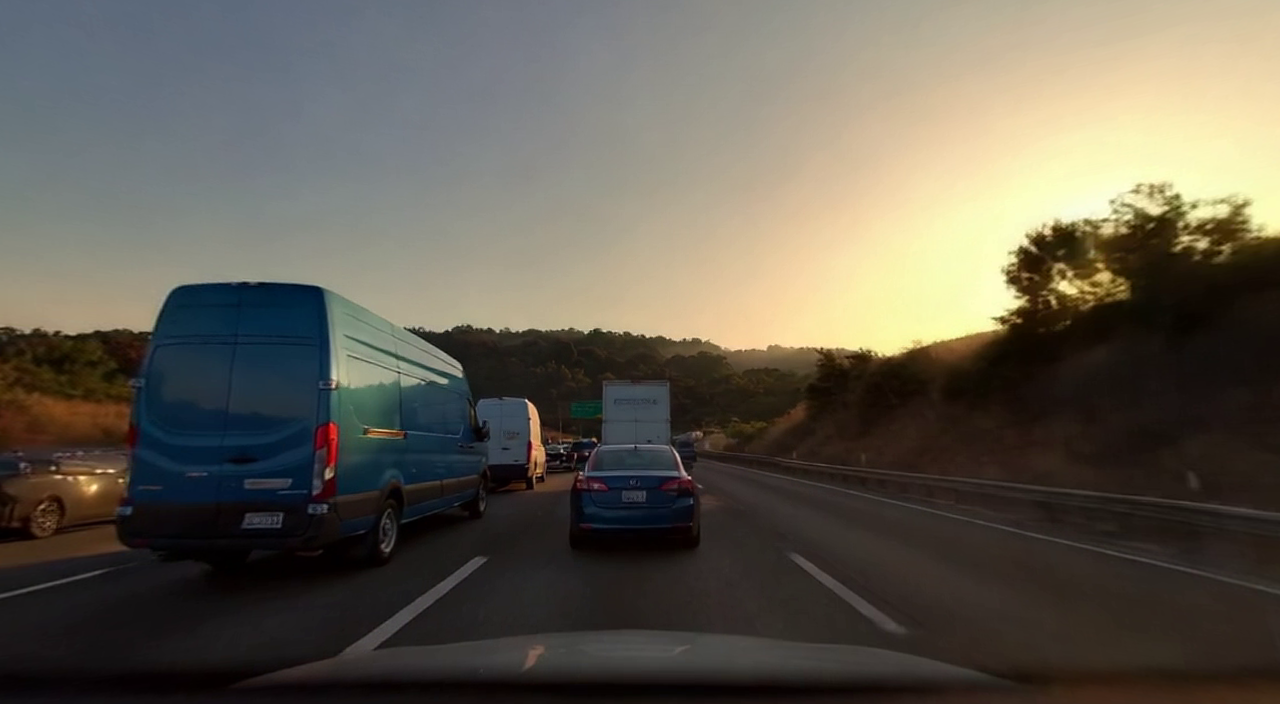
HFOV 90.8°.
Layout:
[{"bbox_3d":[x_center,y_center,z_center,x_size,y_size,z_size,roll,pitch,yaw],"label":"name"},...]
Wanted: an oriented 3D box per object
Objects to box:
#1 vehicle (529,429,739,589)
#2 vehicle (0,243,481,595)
[{"bbox_3d":[-0.080,1.761,7.788,1.995,1.495,3.380,0,-9,-1],"label":"vehicle"},{"bbox_3d":[-4.052,0.995,8.496,2.254,2.879,6.656,0,-9,-2],"label":"vehicle"}]
